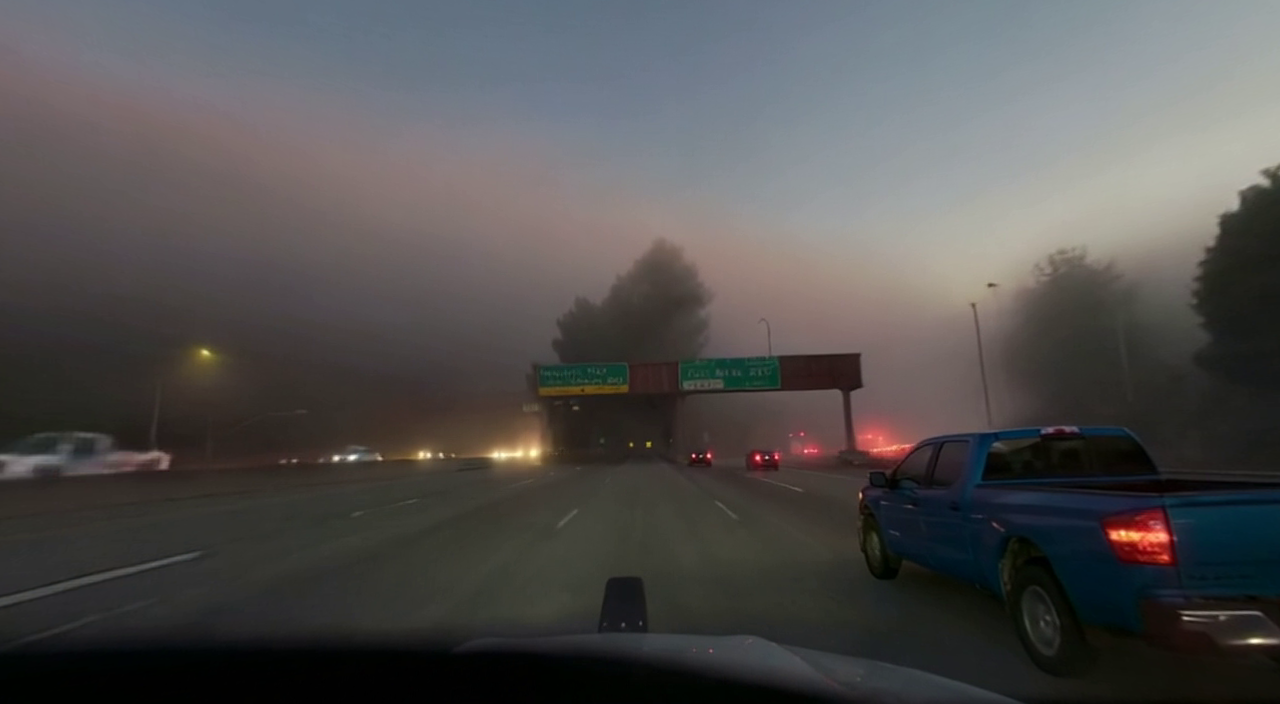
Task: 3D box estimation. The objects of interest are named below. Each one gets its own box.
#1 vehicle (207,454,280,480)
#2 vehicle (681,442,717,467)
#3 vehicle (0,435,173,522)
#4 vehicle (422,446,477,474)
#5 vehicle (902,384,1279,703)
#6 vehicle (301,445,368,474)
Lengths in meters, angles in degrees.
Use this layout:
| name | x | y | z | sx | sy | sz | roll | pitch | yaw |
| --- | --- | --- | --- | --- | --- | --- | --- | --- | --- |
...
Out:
| name | x | y | z | sx | sy | sz | roll | pitch | yaw |
| --- | --- | --- | --- | --- | --- | --- | --- | --- | --- |
| vehicle | -25.903 | 7.520 | 41.426 | 1.804 | 1.459 | 4.578 | 0 | -8 | 0 |
| vehicle | 4.007 | 7.035 | 43.553 | 2.014 | 1.643 | 4.039 | 0 | -8 | -1 |
| vehicle | -14.962 | 3.019 | 15.527 | 2.231 | 1.879 | 5.996 | -1 | -8 | 1 |
| vehicle | -11.304 | 6.416 | 37.682 | 1.856 | 1.503 | 4.274 | -1 | -8 | 1 |
| vehicle | 3.357 | 0.990 | 3.035 | 2.119 | 1.524 | 4.807 | 0 | -8 | 0 |
| vehicle | -22.114 | 7.785 | 45.968 | 2.210 | 1.915 | 5.344 | 0 | -8 | 0 |
